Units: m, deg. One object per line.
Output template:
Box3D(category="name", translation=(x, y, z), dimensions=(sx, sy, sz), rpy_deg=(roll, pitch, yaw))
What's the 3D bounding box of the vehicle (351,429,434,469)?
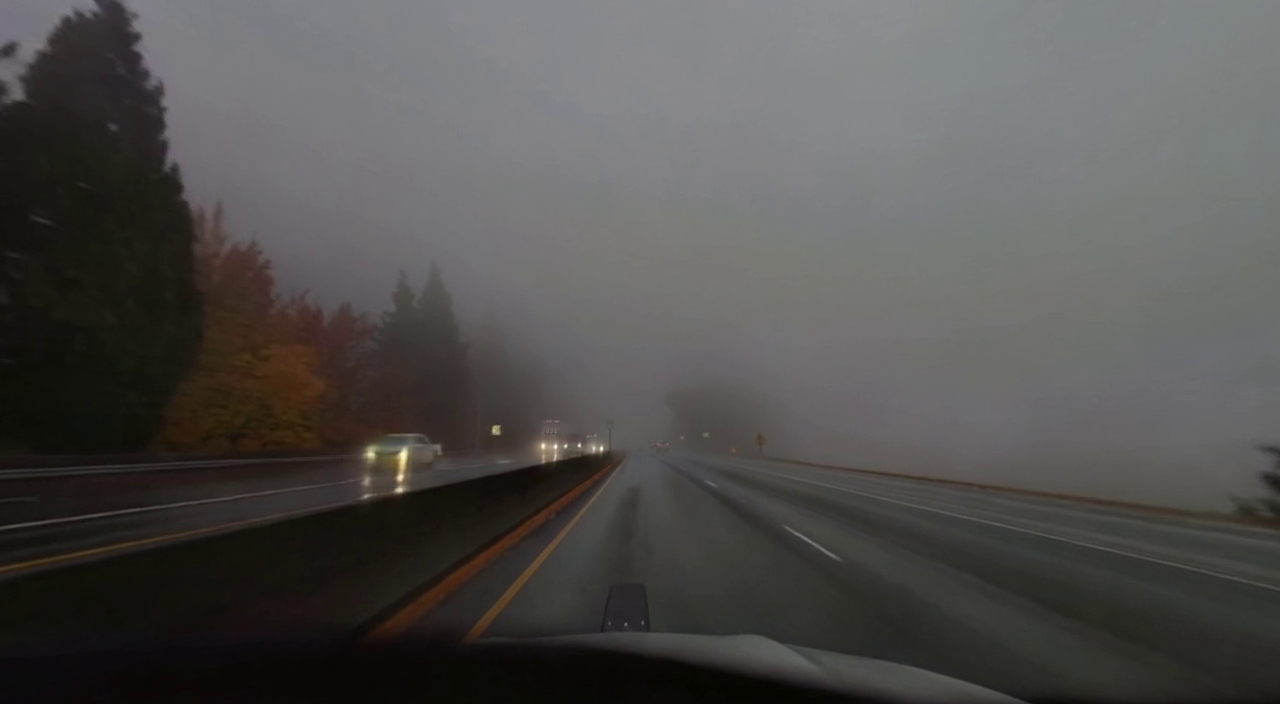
Box3D(category="vehicle", translation=(-10.869, 4.287, 27.980), dimensions=(1.935, 1.609, 4.144), rpy_deg=(0, -8, 1))
